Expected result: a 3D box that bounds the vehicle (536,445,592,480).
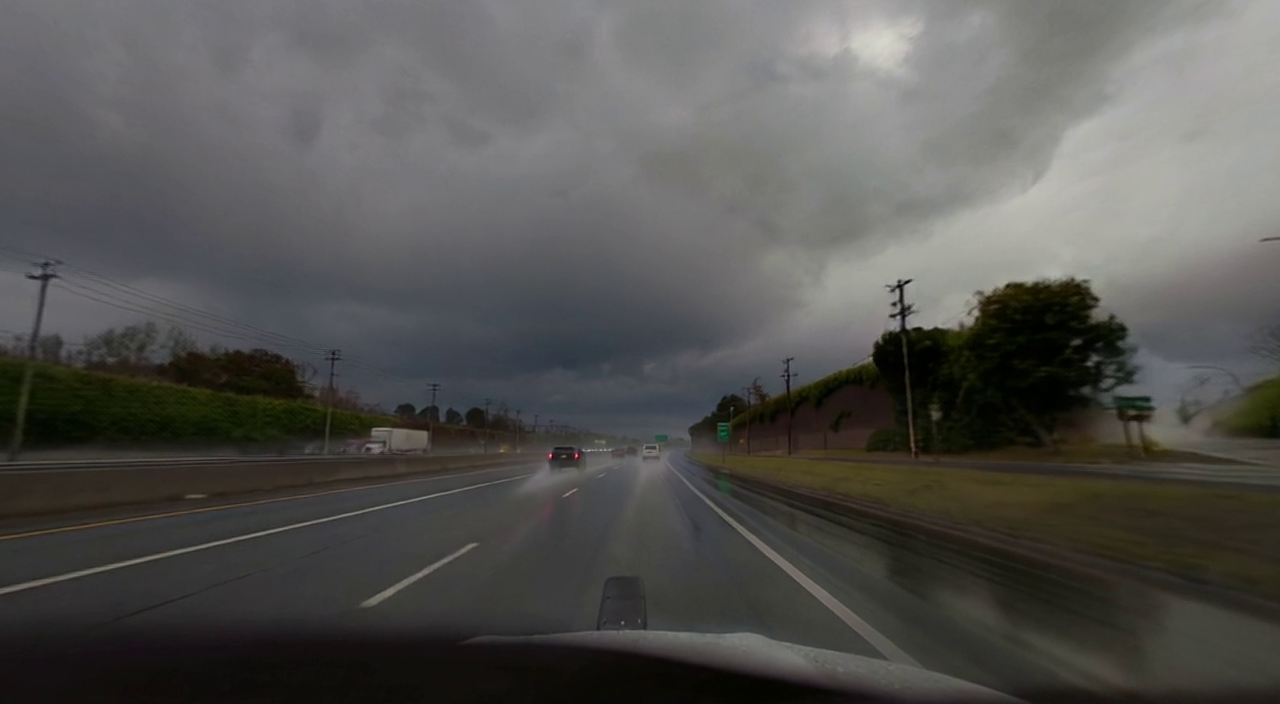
[{"bbox_3d":[-3.820,5.669,32.616,2.263,1.696,4.321,0,-9,2],"label":"vehicle"}]
